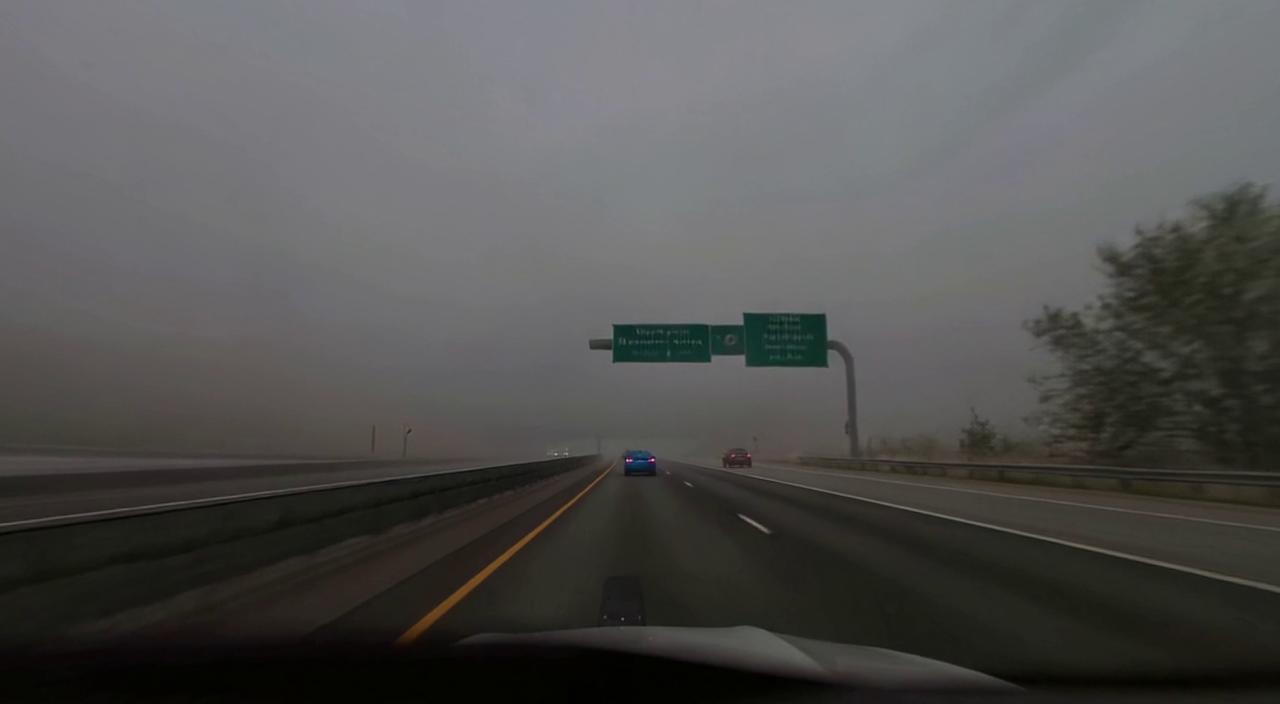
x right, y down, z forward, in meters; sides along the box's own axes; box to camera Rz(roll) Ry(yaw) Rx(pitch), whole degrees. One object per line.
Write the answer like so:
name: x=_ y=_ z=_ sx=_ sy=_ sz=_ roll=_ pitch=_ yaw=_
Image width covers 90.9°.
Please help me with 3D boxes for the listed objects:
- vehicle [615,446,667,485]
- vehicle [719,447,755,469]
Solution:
vehicle: x=0.004 y=4.853 z=27.256 sx=2.069 sy=1.523 sz=4.012 roll=0 pitch=-9 yaw=-1
vehicle: x=7.331 y=8.051 z=48.082 sx=2.006 sy=1.639 sz=4.087 roll=0 pitch=-9 yaw=-1
